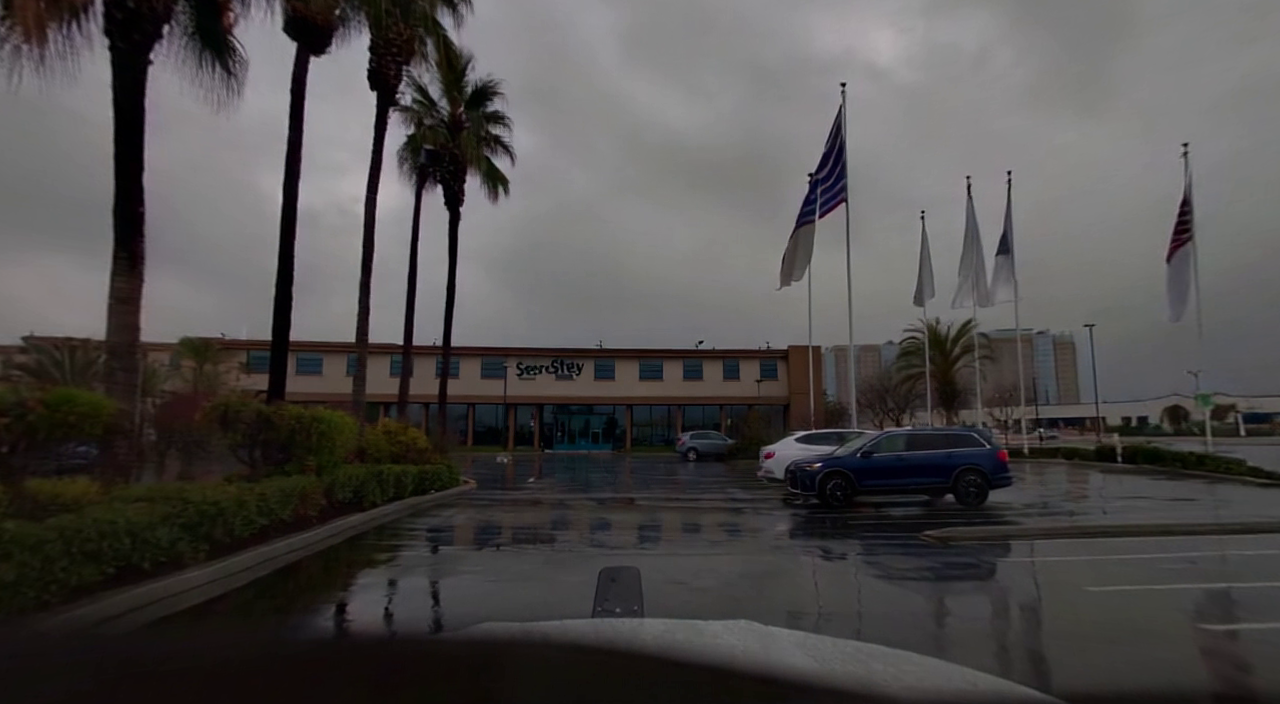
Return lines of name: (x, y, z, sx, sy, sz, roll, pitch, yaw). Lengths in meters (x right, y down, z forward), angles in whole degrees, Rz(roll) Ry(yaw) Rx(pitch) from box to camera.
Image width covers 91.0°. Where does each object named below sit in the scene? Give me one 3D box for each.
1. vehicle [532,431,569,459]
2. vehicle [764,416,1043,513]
vehicle: (-6.471, 6.816, 46.028, 1.943, 1.890, 4.472, 1, -9, 1)
vehicle: (4.911, 2.163, 12.319, 4.567, 1.723, 1.926, 0, -8, 0)
